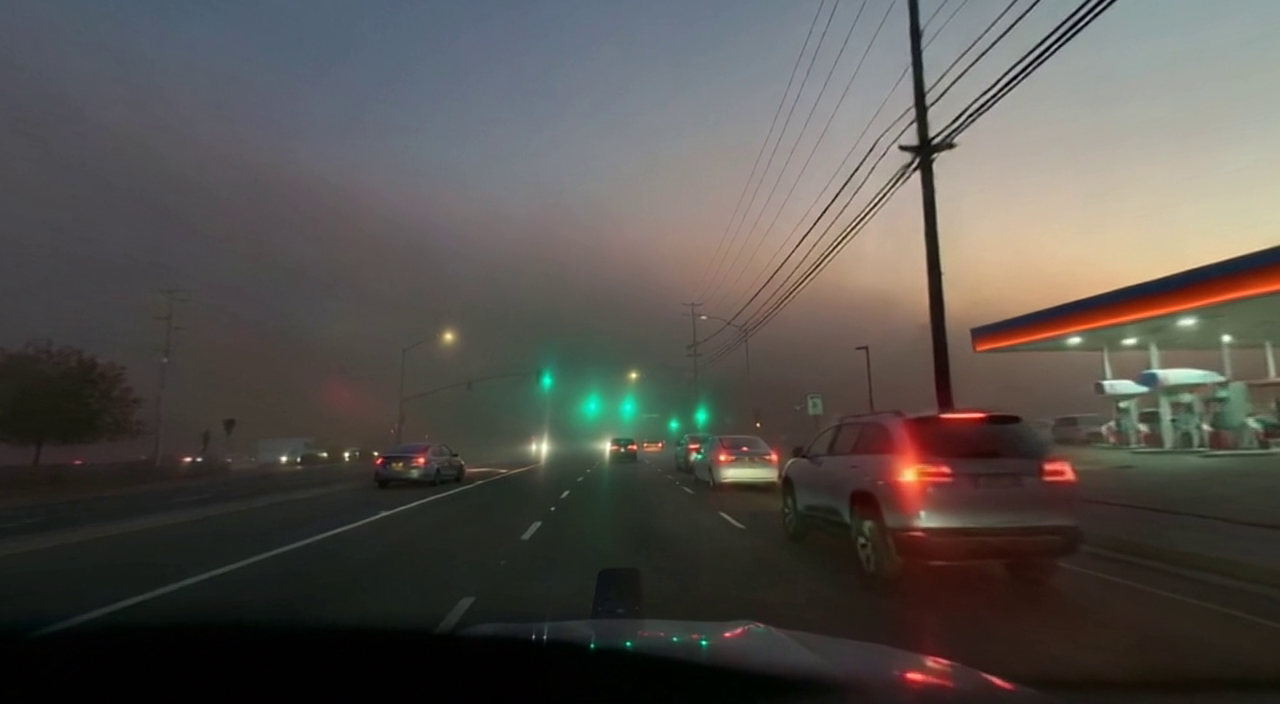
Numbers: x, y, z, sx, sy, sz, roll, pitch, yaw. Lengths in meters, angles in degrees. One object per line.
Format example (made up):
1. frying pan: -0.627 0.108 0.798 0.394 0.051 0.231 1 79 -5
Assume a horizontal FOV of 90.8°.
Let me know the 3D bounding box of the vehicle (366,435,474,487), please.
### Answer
1. vehicle: -6.917 3.452 20.404 2.075 1.470 4.190 0 -8 -1

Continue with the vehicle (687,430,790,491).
1. vehicle: 2.593 2.991 17.780 1.945 1.470 4.363 0 -8 -4

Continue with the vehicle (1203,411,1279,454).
1. vehicle: 24.252 3.083 24.038 1.850 1.549 3.930 0 -9 -3

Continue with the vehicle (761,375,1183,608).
1. vehicle: 3.131 1.452 7.573 2.124 1.824 4.973 0 -8 -3

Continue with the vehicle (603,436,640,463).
1. vehicle: -1.137 5.742 37.478 2.065 1.484 3.894 0 -8 -2
